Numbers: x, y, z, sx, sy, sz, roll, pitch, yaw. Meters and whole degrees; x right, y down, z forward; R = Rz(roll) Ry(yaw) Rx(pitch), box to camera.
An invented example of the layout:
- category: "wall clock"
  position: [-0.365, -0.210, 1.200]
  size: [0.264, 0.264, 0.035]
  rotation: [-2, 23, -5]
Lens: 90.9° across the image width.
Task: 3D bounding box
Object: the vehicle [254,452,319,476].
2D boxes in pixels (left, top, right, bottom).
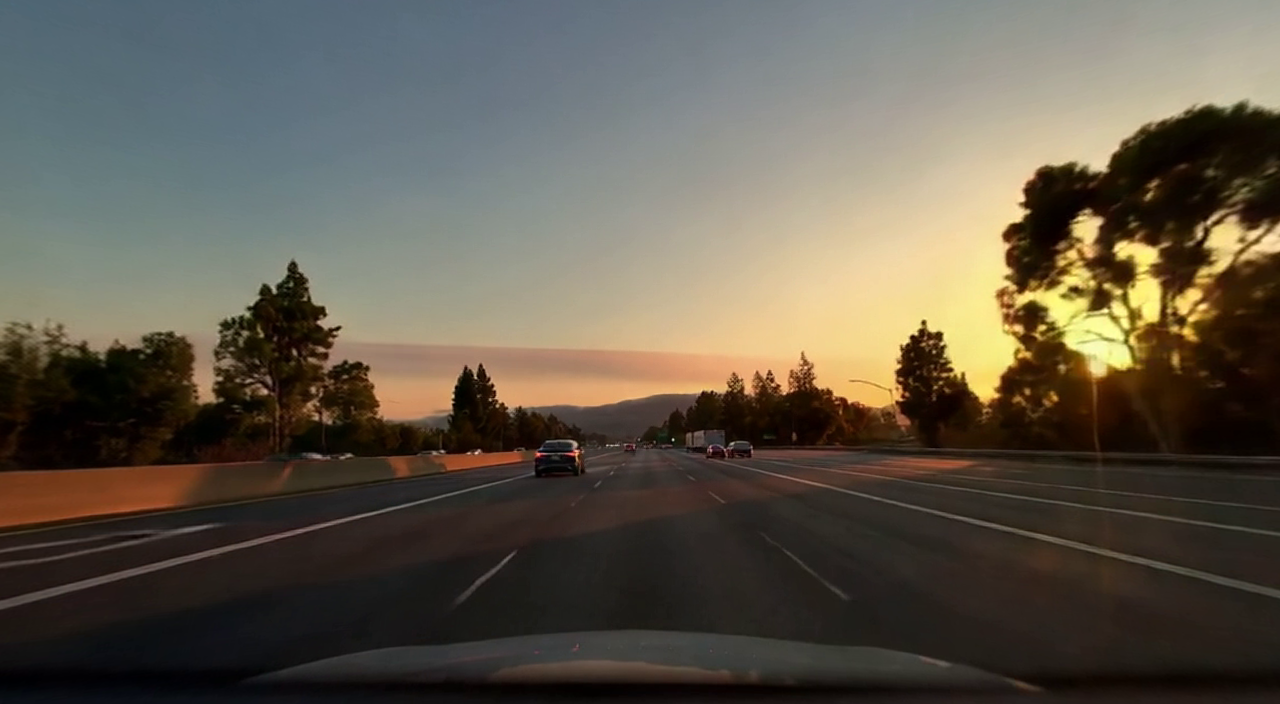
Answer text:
- category: "vehicle"
  position: [-24.906, 7.854, 44.573]
  size: [1.854, 1.553, 4.565]
  rotation: [0, -8, 1]

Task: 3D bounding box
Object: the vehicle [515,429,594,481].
- category: "vehicle"
  position: [-3.434, 4.318, 26.681]
  size: [2.453, 1.952, 5.320]
  rotation: [0, -8, 2]

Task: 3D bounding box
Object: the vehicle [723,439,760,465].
- category: "vehicle"
  position: [7.226, 7.170, 45.263]
  size: [2.063, 1.706, 4.259]
  rotation: [0, -8, 1]
